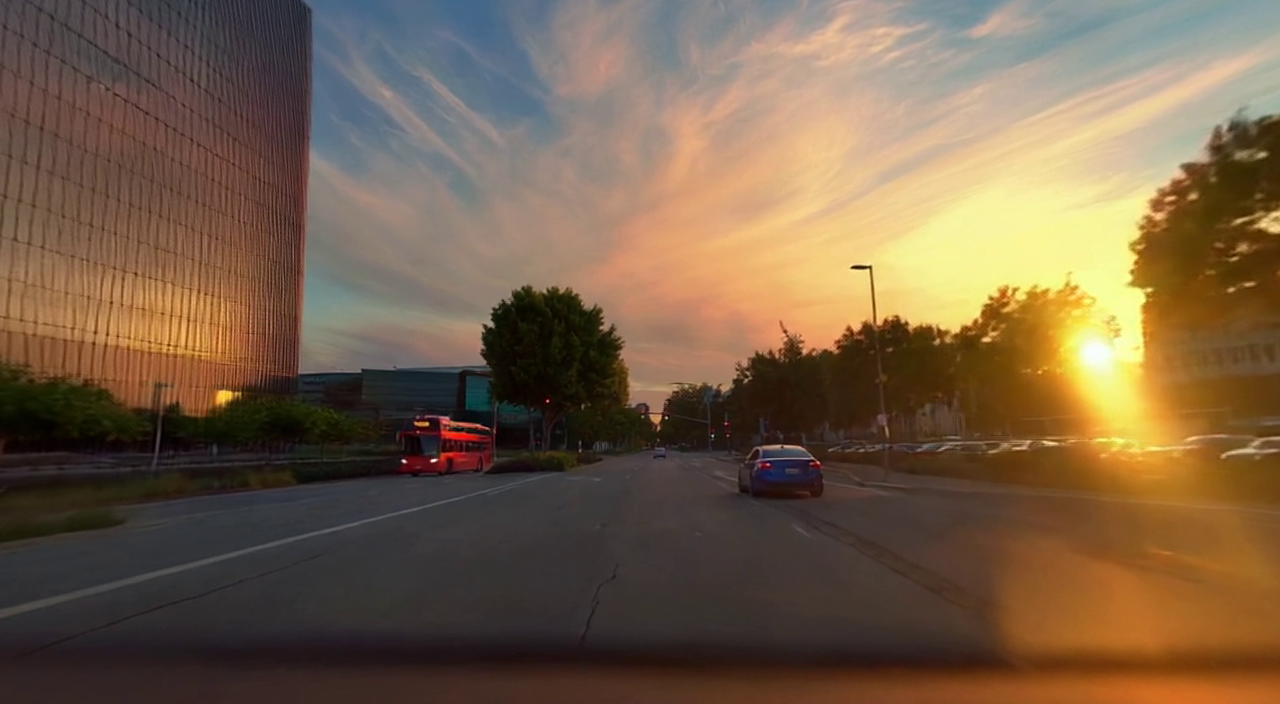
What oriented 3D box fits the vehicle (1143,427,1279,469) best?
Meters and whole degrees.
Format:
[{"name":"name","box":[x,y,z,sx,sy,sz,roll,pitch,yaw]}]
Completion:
[{"name":"vehicle","box":[21.980,3.641,23.877,4.069,1.486,2.055,0,-8,-2]}]

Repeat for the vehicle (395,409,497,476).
[{"name":"vehicle","box":[-14.450,7.061,48.786,3.110,4.418,13.688,-1,-9,2]}]

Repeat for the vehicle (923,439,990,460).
[{"name":"vehicle","box":[23.479,7.281,46.890,3.983,1.479,1.857,-1,-9,7]}]

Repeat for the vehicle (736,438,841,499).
[{"name":"vehicle","box":[4.065,3.268,18.020,1.993,1.501,4.127,0,-9,0]}]

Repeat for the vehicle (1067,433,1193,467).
[{"name":"vehicle","box":[22.600,4.554,29.188,4.135,1.480,1.915,0,-9,2]}]
